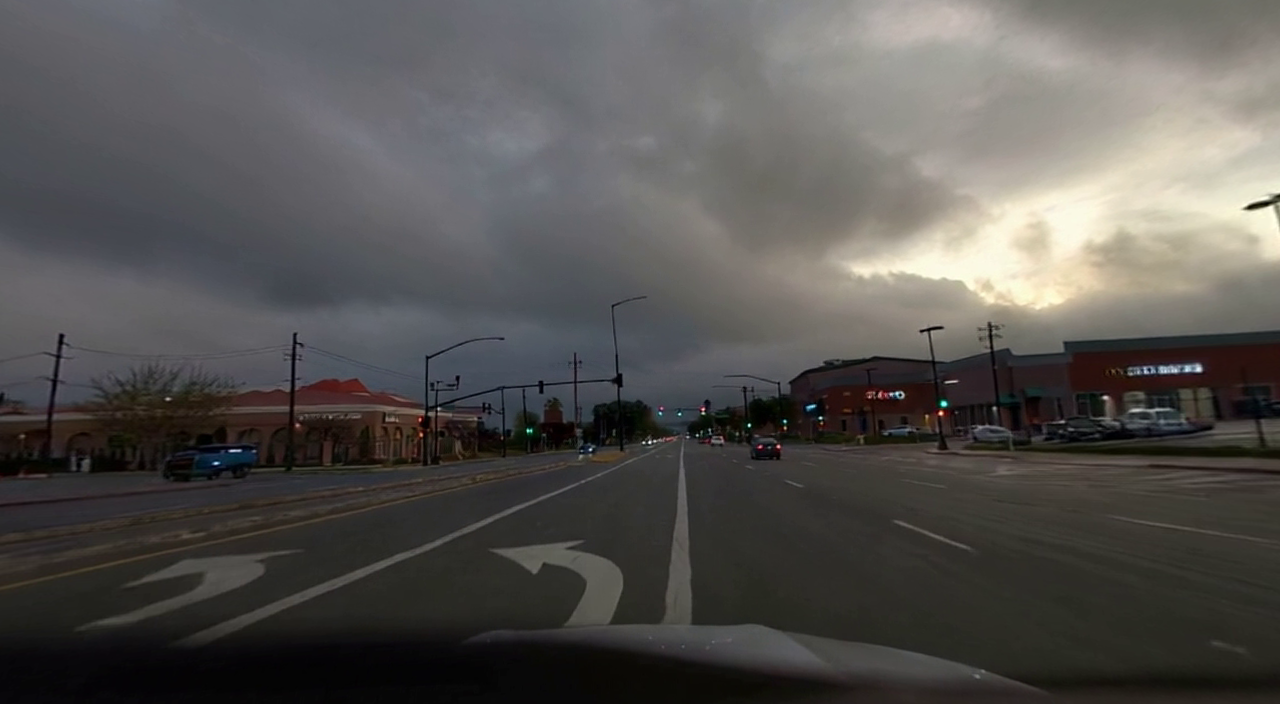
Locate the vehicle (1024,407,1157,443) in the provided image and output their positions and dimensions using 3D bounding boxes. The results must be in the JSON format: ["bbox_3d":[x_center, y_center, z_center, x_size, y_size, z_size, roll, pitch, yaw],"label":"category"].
[{"bbox_3d":[29.745,4.887,41.845,6.608,2.249,2.726,-1,-9,2],"label":"vehicle"}]

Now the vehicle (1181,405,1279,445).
[{"bbox_3d":[28.800,3.475,29.880,4.326,1.788,1.984,-1,-9,2],"label":"vehicle"}]

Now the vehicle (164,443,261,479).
[{"bbox_3d":[-28.473,7.248,42.298,2.298,2.186,5.973,0,-9,1],"label":"vehicle"}]

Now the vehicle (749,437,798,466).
[{"bbox_3d":[7.481,5.618,35.651,2.038,1.528,4.259,-1,-9,3],"label":"vehicle"}]
